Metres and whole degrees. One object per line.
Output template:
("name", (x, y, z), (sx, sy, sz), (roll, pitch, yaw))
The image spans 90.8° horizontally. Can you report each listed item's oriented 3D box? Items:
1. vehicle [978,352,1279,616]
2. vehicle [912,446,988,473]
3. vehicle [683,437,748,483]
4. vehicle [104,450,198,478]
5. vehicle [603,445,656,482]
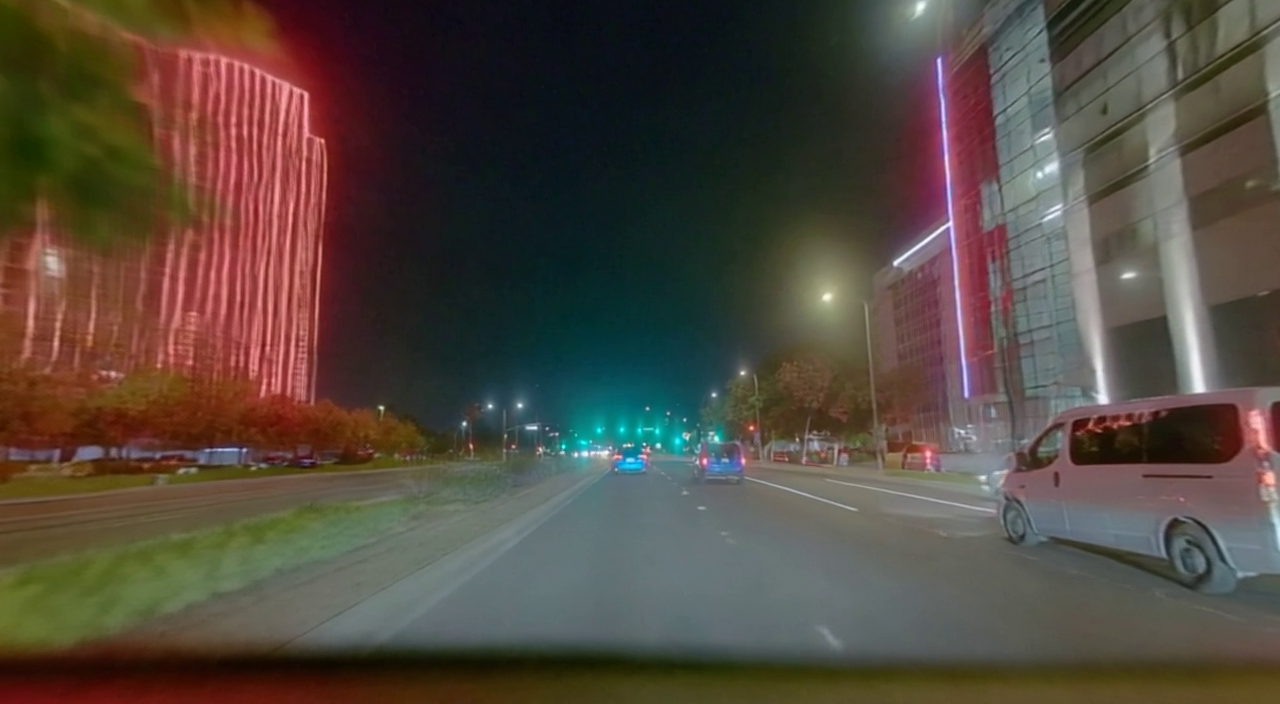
("vehicle", (6.493, 1.315, 6.791), (2.573, 2.127, 5.568), (0, -9, 0))
("vehicle", (18.408, 6.371, 37.783), (2.017, 1.466, 4.733), (0, -9, -2))
("vehicle", (3.054, 4.477, 26.451), (2.047, 1.711, 4.265), (0, -9, -2))
("vehicle", (-29.029, 6.642, 37.715), (1.877, 1.455, 4.629), (-1, -8, 0))
("vehicle", (-0.454, 4.733, 27.197), (2.095, 1.456, 3.873), (0, -9, -1))
